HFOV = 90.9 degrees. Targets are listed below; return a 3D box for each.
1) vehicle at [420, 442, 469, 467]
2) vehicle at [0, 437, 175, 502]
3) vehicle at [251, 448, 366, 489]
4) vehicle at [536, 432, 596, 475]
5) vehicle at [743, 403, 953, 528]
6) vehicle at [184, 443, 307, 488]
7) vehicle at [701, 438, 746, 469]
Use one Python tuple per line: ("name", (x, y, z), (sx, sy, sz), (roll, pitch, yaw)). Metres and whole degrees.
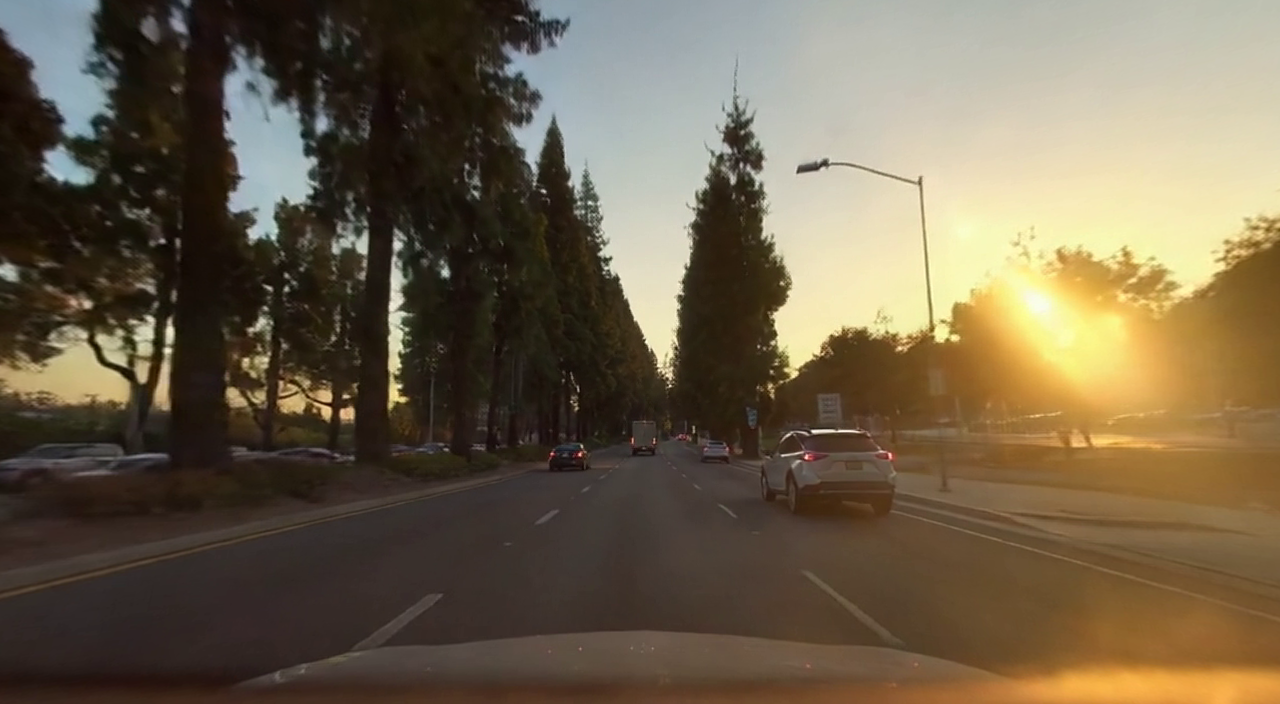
("vehicle", (-13.587, 7.131, 44.040), (2.181, 1.604, 3.944), (0, -9, 0))
("vehicle", (-20.939, 4.334, 23.803), (2.353, 2.119, 5.625), (0, -9, 1))
("vehicle", (-13.755, 4.818, 26.567), (2.142, 1.528, 4.804), (0, -9, 2))
("vehicle", (-3.515, 4.984, 31.058), (2.255, 1.940, 4.822), (0, -8, 1))
("vehicle", (3.841, 2.272, 13.208), (2.381, 2.008, 5.971), (0, -9, 0))
("vehicle", (-17.174, 4.945, 27.806), (1.965, 1.780, 5.122), (0, -9, 2))
("vehicle", (4.951, 6.077, 37.894), (2.280, 1.757, 4.572), (-1, -9, 3))
